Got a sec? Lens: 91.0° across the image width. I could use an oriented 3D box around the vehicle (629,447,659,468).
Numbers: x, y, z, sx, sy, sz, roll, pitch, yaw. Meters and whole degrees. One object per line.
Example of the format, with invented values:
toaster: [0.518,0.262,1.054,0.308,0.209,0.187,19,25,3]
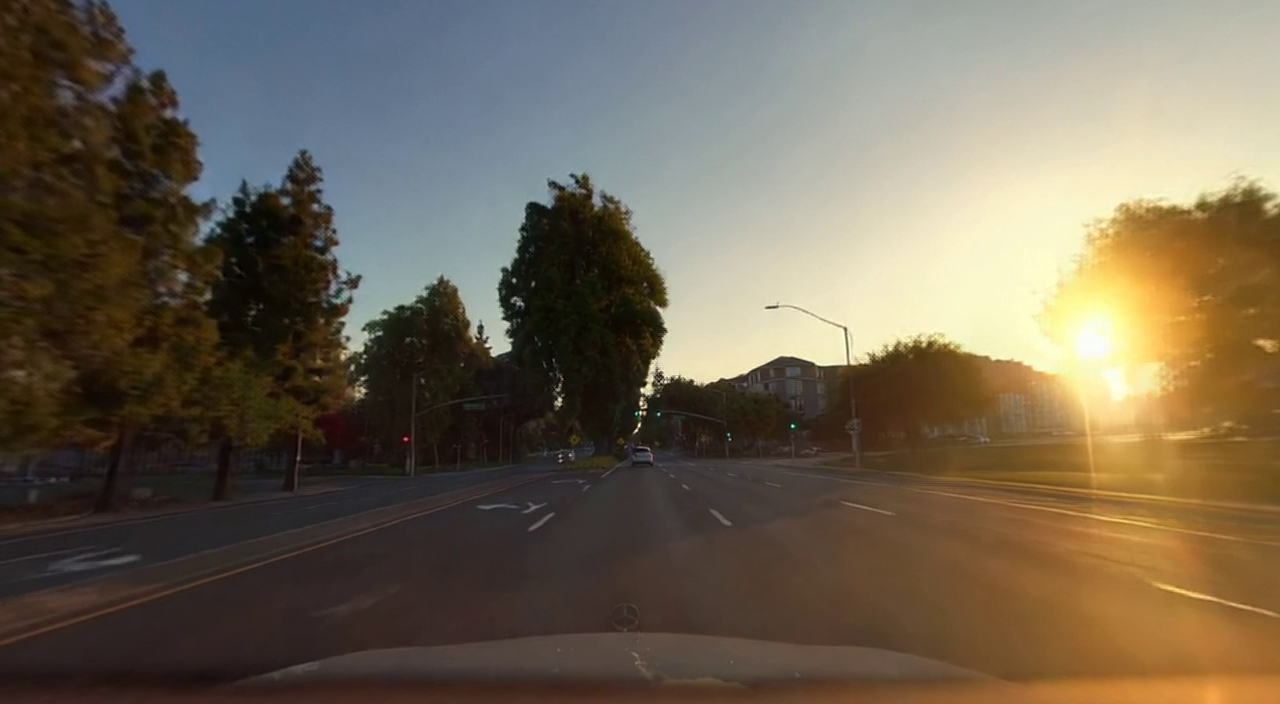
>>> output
vehicle: [0.295,7.542,45.167,2.064,1.477,3.968,0,-9,1]
